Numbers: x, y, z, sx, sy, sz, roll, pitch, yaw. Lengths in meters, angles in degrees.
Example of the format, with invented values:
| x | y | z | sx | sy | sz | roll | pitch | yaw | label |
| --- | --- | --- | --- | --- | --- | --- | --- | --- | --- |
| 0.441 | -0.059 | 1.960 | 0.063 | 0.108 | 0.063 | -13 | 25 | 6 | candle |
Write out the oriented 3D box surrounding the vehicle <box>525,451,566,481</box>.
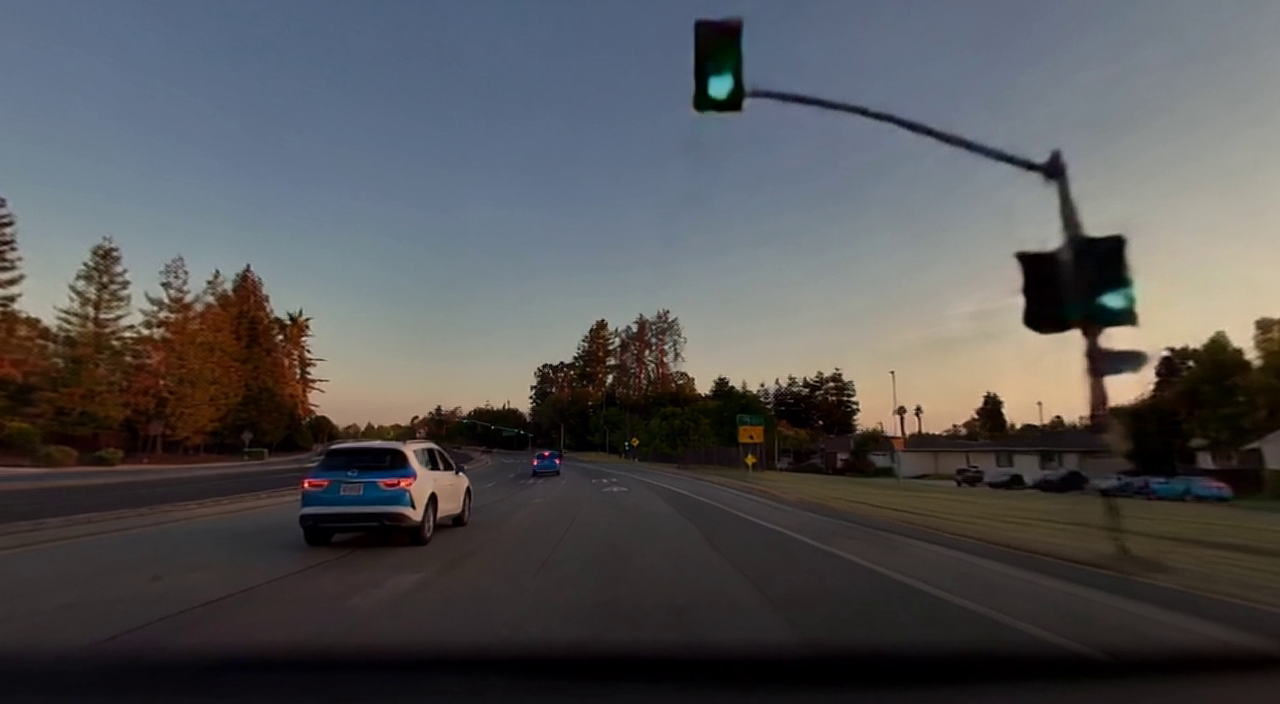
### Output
| x | y | z | sx | sy | sz | roll | pitch | yaw | label |
| --- | --- | --- | --- | --- | --- | --- | --- | --- | --- |
| -5.063 | 6.119 | 34.282 | 1.904 | 1.476 | 3.736 | 0 | -9 | -4 | vehicle |

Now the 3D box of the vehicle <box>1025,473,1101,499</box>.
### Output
| x | y | z | sx | sy | sz | roll | pitch | yaw | label |
| --- | --- | --- | --- | --- | --- | --- | --- | --- | --- |
| 32.430 | 10.238 | 48.662 | 1.967 | 1.647 | 4.948 | 1 | -9 | -8 | vehicle |

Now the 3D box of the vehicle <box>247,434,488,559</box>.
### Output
| x | y | z | sx | sy | sz | roll | pitch | yaw | label |
| --- | --- | --- | --- | --- | --- | --- | --- | --- | --- |
| -4.131 | 2.241 | 10.636 | 2.098 | 1.613 | 4.606 | 0 | -8 | -2 | vehicle |

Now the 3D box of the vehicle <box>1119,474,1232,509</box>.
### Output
| x | y | z | sx | sy | sz | roll | pitch | yaw | label |
| --- | --- | --- | --- | --- | --- | --- | --- | --- | --- |
| 33.915 | 8.828 | 40.263 | 2.073 | 1.767 | 5.346 | 1 | -8 | -8 | vehicle |
